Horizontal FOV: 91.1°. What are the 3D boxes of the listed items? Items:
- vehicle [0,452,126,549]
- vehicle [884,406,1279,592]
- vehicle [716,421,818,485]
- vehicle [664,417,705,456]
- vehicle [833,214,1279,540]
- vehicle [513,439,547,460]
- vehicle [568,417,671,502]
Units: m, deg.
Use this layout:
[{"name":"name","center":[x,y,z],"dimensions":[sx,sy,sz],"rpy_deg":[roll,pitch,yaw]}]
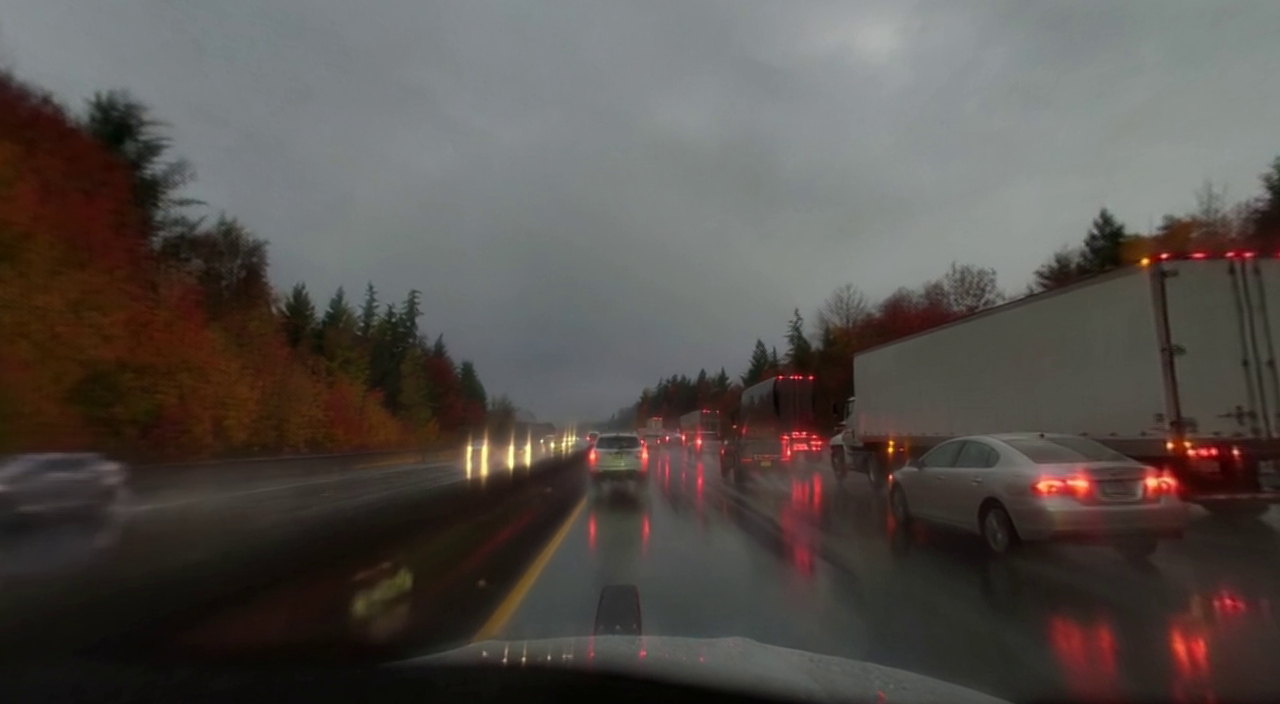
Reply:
[{"name":"vehicle","center":[-11.344,2.517,10.727],"dimensions":[1.874,1.504,3.847],"rpy_deg":[0,-8,0]},{"name":"vehicle","center":[4.716,1.490,7.301],"dimensions":[2.040,1.523,4.068],"rpy_deg":[0,-8,-1]},{"name":"vehicle","center":[3.680,2.994,19.015],"dimensions":[2.147,1.707,3.963],"rpy_deg":[0,-8,-2]},{"name":"vehicle","center":[3.155,6.157,45.783],"dimensions":[2.395,2.656,6.037],"rpy_deg":[0,-8,-1]},{"name":"vehicle","center":[8.402,1.194,14.881],"dimensions":[2.908,4.099,14.103],"rpy_deg":[0,-8,-1]},{"name":"vehicle","center":[-8.629,7.651,49.509],"dimensions":[1.921,1.533,4.091],"rpy_deg":[0,-8,0]},{"name":"vehicle","center":[-0.456,2.476,14.973],"dimensions":[2.087,1.709,4.455],"rpy_deg":[0,-8,-1]}]
